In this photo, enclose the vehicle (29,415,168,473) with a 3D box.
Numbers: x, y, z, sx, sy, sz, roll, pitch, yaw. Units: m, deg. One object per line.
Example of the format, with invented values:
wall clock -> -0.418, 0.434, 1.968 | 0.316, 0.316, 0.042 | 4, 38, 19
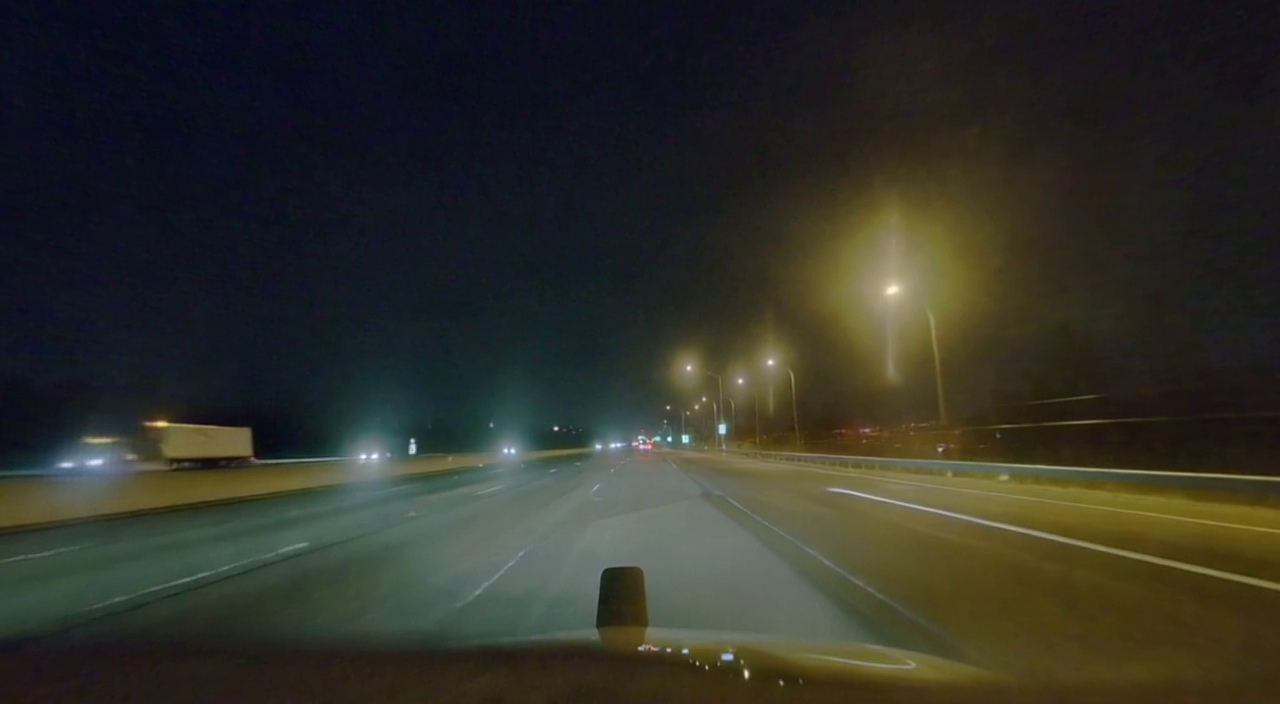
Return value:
vehicle -> -36.427, 6.274, 42.891 | 2.926, 3.590, 6.935 | -1, -8, 2
